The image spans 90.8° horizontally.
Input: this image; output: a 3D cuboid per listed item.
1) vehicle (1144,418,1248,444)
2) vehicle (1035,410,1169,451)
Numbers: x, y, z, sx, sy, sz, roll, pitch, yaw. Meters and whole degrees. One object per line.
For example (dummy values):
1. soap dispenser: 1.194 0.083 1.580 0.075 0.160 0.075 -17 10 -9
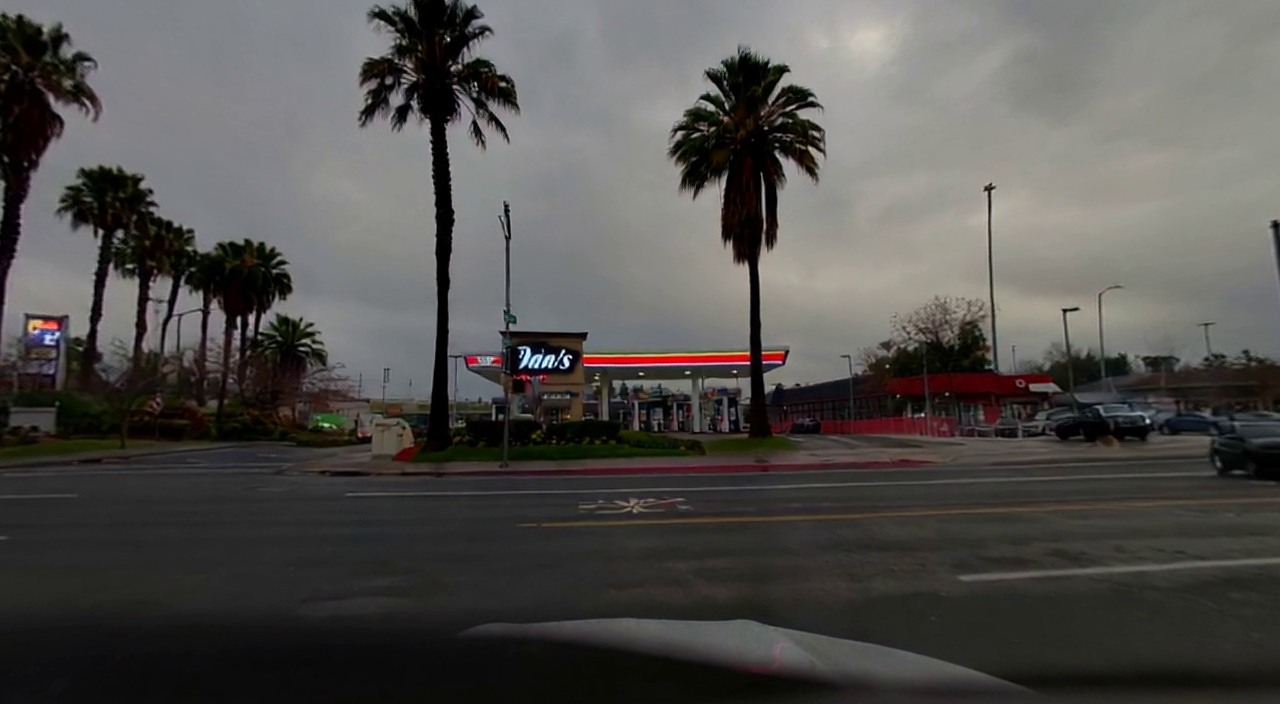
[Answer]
1. vehicle: 33.863 4.853 38.656 1.805 1.466 4.641 1 -8 -8
2. vehicle: 21.997 3.709 30.191 4.880 1.754 2.202 -1 -5 -6
